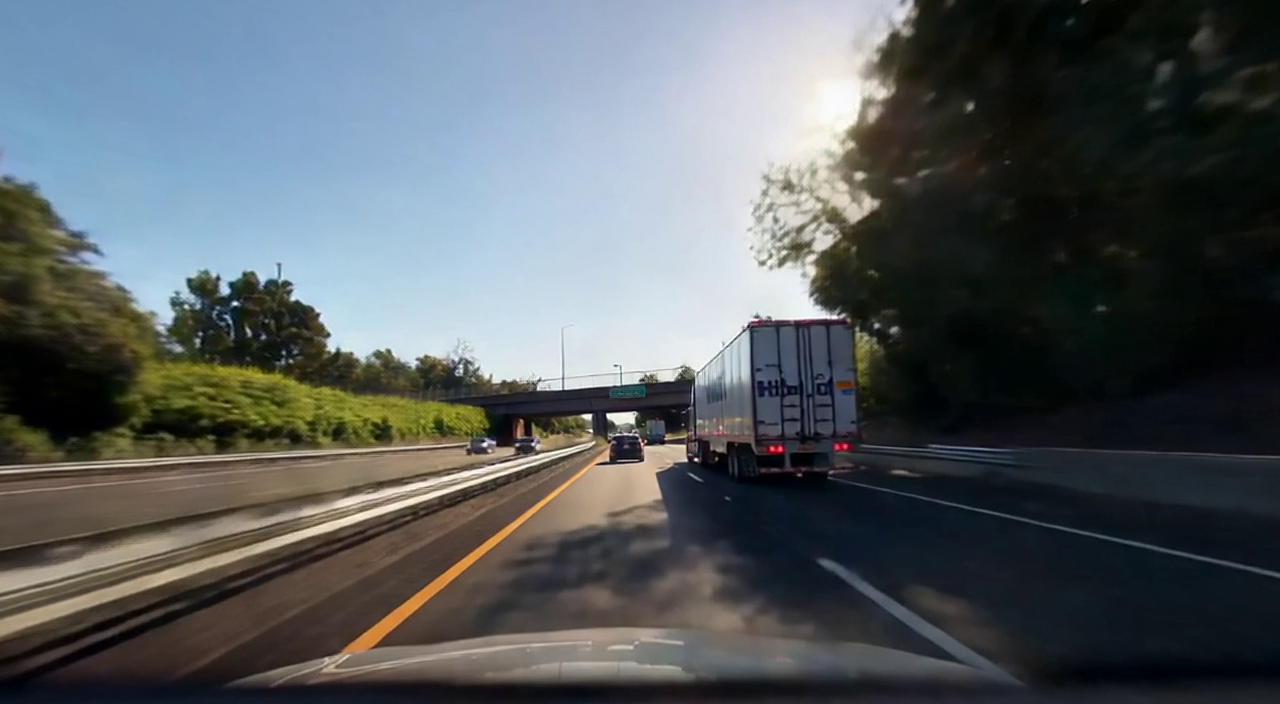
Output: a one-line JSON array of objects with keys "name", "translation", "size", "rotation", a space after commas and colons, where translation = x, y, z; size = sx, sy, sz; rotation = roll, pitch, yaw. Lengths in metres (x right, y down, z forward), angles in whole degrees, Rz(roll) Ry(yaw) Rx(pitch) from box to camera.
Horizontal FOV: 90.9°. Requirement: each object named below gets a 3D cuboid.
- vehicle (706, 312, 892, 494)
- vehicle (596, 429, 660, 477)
[{"name": "vehicle", "translation": [4.014, 1.745, 18.938], "size": [2.853, 4.038, 9.832], "rotation": [0, -8, -1]}, {"name": "vehicle", "translation": [-0.445, 3.561, 22.637], "size": [2.095, 1.557, 3.963], "rotation": [0, -8, -1]}]
